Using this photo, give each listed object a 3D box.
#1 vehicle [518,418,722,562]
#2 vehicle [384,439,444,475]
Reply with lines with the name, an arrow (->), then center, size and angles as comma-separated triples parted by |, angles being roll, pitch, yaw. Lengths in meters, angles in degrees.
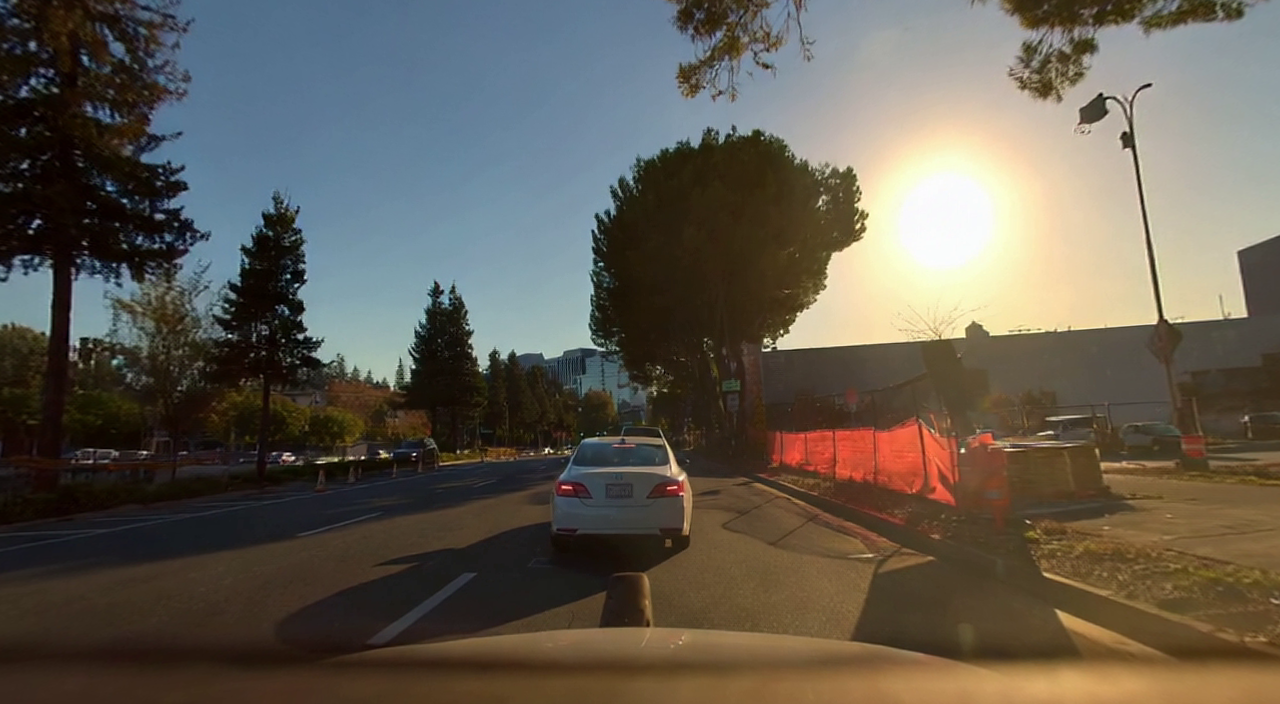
vehicle -> -0.208, 1.741, 8.650 | 2.112, 1.482, 4.076 | 0, -8, 0
vehicle -> -10.262, 4.670, 28.380 | 2.072, 1.465, 4.394 | 4, -9, -25
